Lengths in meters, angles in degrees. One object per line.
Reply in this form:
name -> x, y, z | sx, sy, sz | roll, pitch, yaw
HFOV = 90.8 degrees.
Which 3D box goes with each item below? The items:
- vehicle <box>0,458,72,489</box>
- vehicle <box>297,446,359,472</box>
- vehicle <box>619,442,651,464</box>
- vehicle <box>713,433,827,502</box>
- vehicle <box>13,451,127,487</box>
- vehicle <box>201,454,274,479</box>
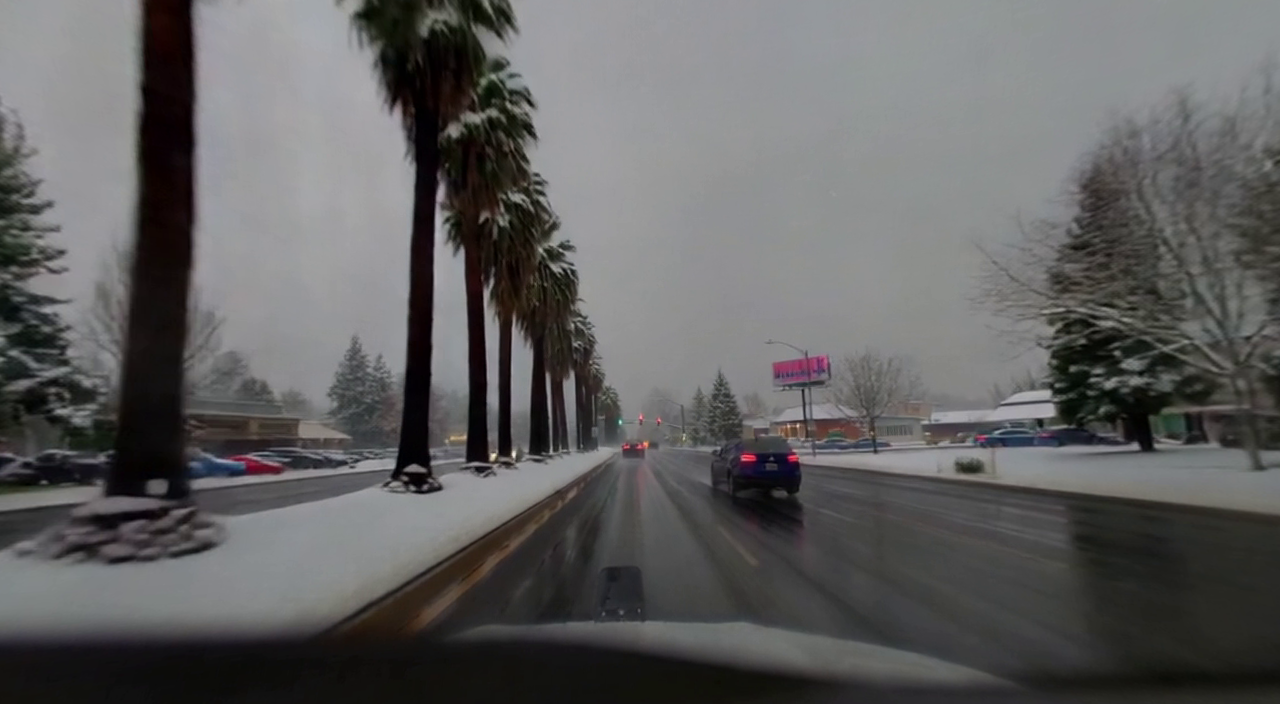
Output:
vehicle -> -32.583, 6.265, 32.567 | 1.895, 1.500, 4.615 | -8, -12, 44
vehicle -> -24.326, 8.338, 49.570 | 2.112, 1.821, 5.960 | -2, -8, -2
vehicle -> -0.440, 7.407, 46.420 | 2.258, 1.468, 4.076 | 0, -8, -2
vehicle -> 3.176, 2.916, 16.404 | 1.889, 1.541, 4.303 | 0, -8, -2
vehicle -> -32.692, 6.662, 36.423 | 4.634, 1.870, 2.177 | 7, -11, -39
vehicle -> -27.581, 7.838, 43.517 | 1.816, 1.498, 4.698 | -1, -8, 2
